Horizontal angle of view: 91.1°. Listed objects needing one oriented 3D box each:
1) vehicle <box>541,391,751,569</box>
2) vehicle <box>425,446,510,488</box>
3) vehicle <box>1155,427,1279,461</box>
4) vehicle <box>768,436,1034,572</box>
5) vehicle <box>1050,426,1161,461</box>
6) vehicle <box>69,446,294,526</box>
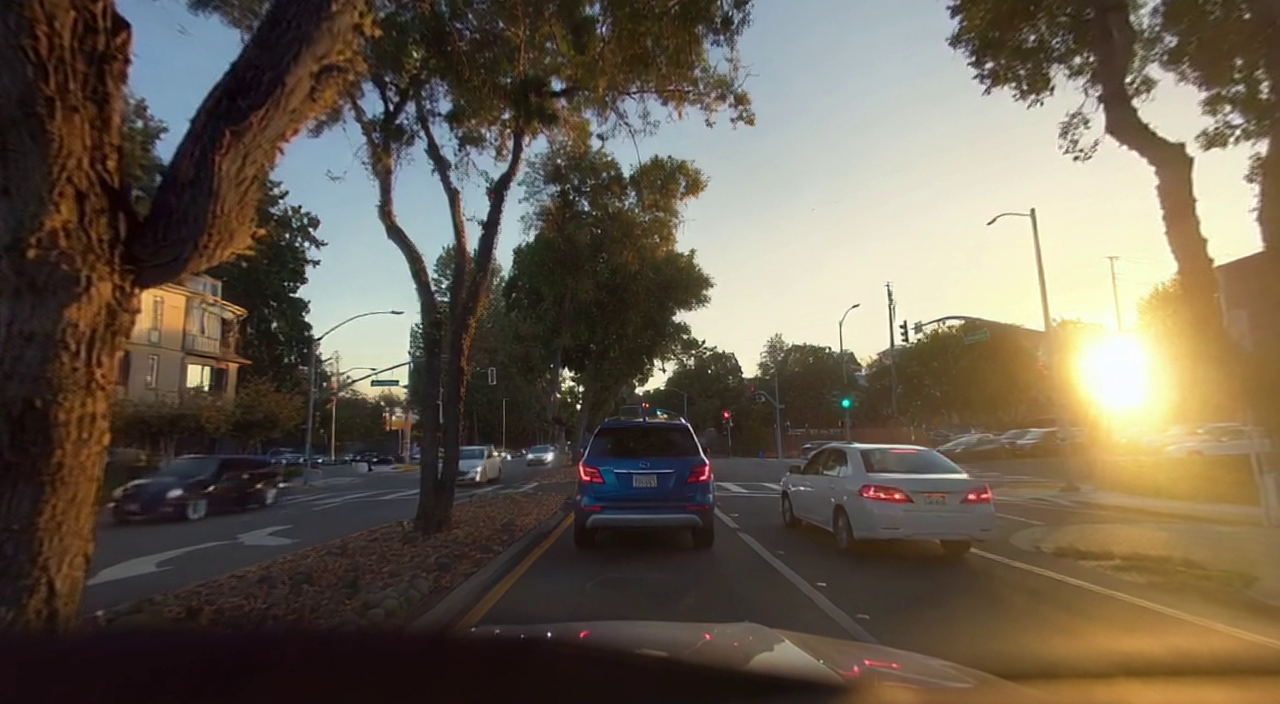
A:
[{"bbox_3d":[0.030,1.720,9.074,2.296,1.947,4.168,0,-9,-1],"label":"vehicle"},{"bbox_3d":[-6.647,4.463,24.791,1.981,1.478,4.701,0,-9,1],"label":"vehicle"},{"bbox_3d":[25.898,4.081,27.854,4.420,1.469,1.807,0,-8,0],"label":"vehicle"},{"bbox_3d":[3.351,2.021,9.225,1.900,1.478,4.425,0,-9,-2],"label":"vehicle"},{"bbox_3d":[26.605,5.228,35.989,4.704,1.919,2.130,0,-9,-3],"label":"vehicle"},{"bbox_3d":[-10.569,3.061,15.083,1.772,1.561,4.773,0,-8,0],"label":"vehicle"}]
